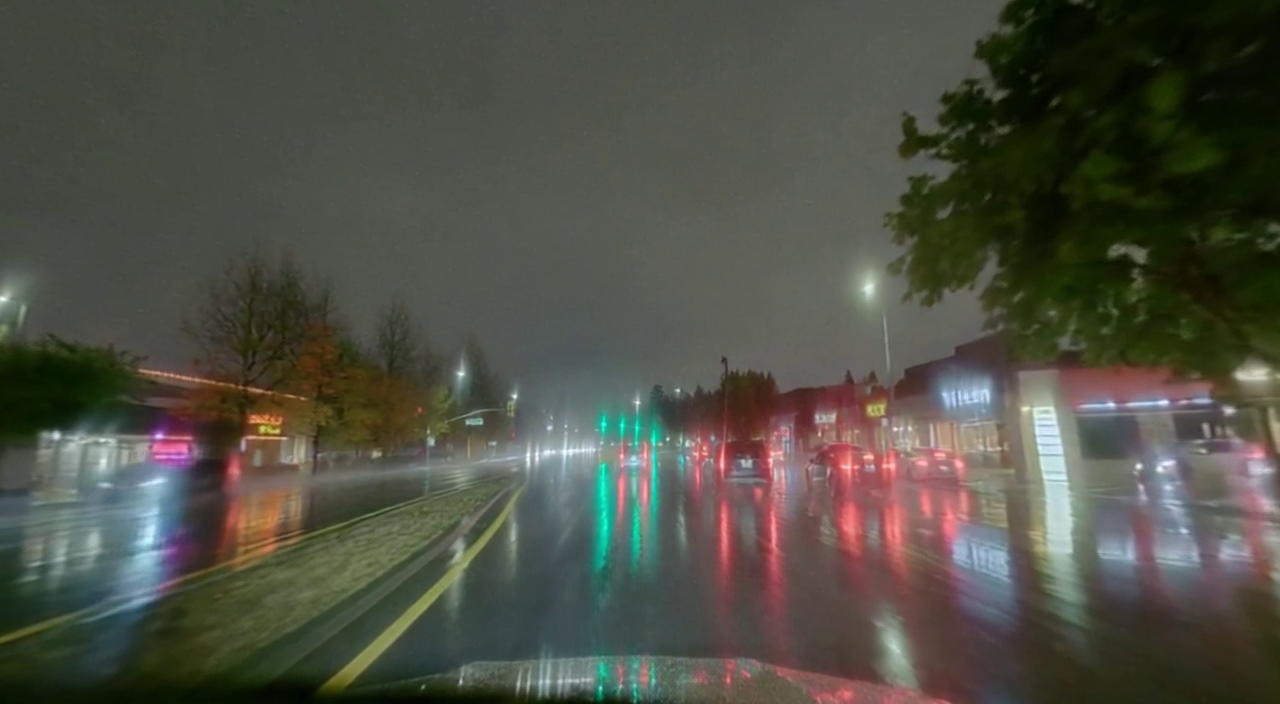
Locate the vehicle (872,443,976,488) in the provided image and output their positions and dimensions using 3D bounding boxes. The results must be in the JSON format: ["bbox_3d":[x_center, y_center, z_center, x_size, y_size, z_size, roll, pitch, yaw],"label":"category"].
[{"bbox_3d":[10.595,4.237,23.905,2.000,1.514,3.811,0,-8,-3],"label":"vehicle"}]

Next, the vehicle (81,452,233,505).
[{"bbox_3d":[-15.375,4.008,20.391,1.878,1.481,3.663,-1,-8,3],"label":"vehicle"}]

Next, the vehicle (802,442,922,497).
[{"bbox_3d":[6.554,3.495,19.274,1.952,1.449,4.544,0,-8,-1],"label":"vehicle"}]

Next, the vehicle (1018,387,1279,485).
[{"bbox_3d":[17.546,2.892,21.739,7.127,3.093,2.760,0,-8,0],"label":"vehicle"}]

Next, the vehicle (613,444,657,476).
[{"bbox_3d":[-0.258,5.350,31.609,2.052,1.461,4.324,0,-8,-1],"label":"vehicle"}]

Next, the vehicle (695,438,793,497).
[{"bbox_3d":[2.949,3.391,19.022,2.072,1.545,4.578,0,-8,-1],"label":"vehicle"}]
